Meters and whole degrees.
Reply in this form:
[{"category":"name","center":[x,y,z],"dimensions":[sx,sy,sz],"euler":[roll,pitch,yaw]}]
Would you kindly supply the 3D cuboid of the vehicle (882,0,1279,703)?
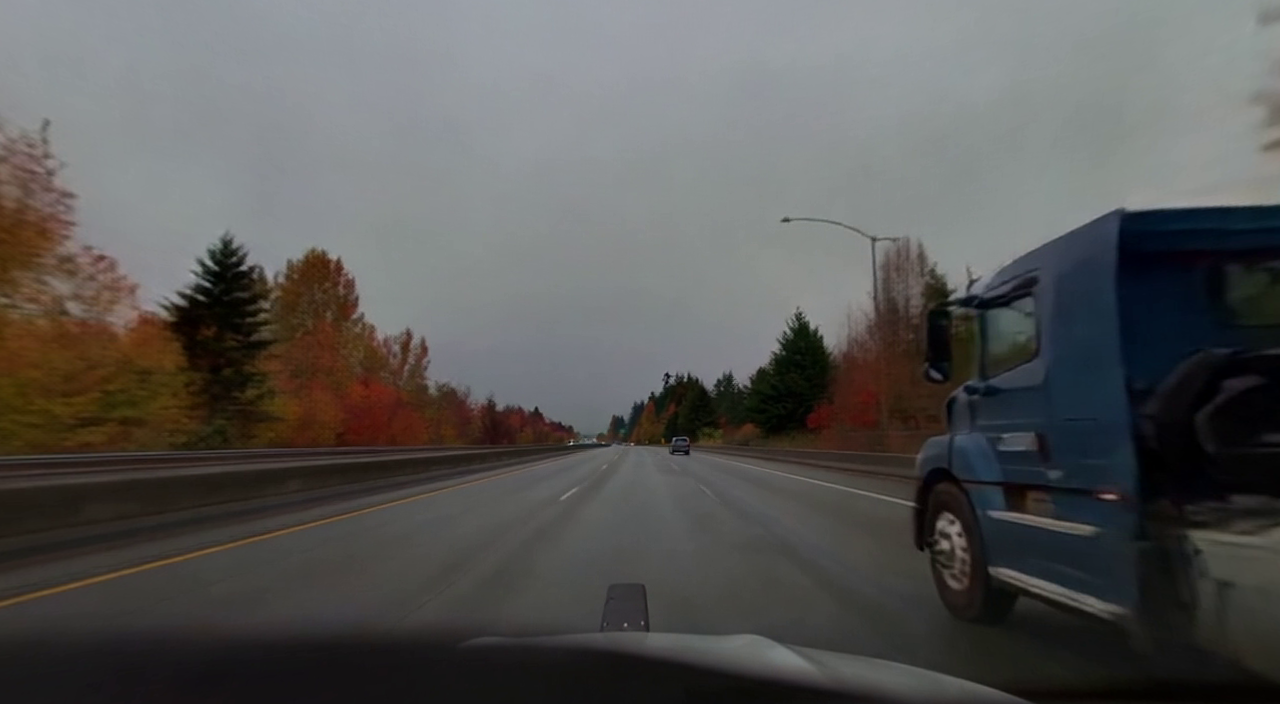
[{"category":"vehicle","center":[3.846,-0.432,1.722],"dimensions":[3.040,4.038,8.179],"euler":[0,-8,0]}]
